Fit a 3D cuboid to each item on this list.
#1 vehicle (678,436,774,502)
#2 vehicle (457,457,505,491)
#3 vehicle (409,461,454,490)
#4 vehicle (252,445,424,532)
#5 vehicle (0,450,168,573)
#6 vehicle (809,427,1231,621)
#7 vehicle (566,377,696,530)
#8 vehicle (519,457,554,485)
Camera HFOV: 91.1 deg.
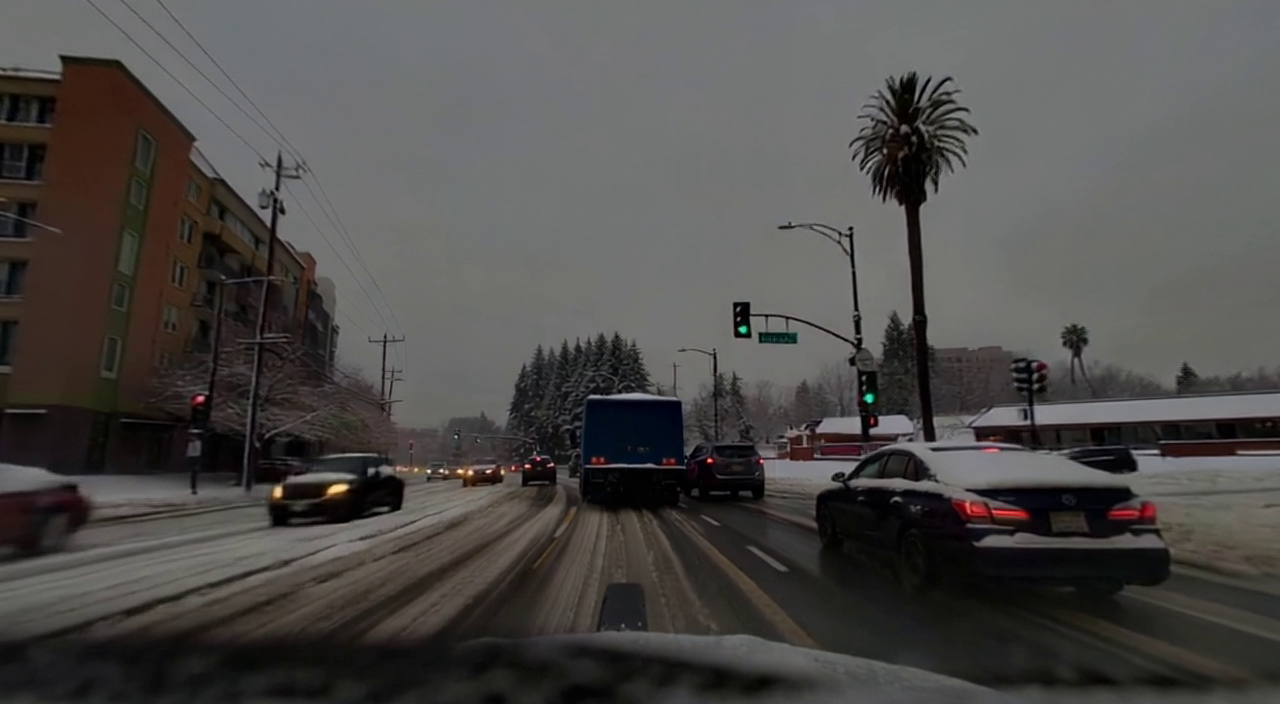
[{"bbox_3d":[2.750,3.924,21.618,2.157,1.944,5.423,0,-9,-4],"label":"vehicle"},{"bbox_3d":[-8.046,6.159,32.040,1.801,1.524,3.974,1,-9,-6],"label":"vehicle"},{"bbox_3d":[-12.618,7.489,38.240,1.873,1.510,4.151,1,-9,-8],"label":"vehicle"},{"bbox_3d":[-6.160,2.770,13.411,1.810,1.546,3.981,0,-9,-2],"label":"vehicle"},{"bbox_3d":[-9.190,2.160,8.775,1.983,1.543,4.188,0,-9,-2],"label":"vehicle"},{"bbox_3d":[3.639,1.711,7.343,1.978,1.507,4.636,0,-8,-1],"label":"vehicle"},{"bbox_3d":[-0.429,2.414,15.307,2.517,2.926,6.177,1,-9,-5],"label":"vehicle"},{"bbox_3d":[-6.501,7.489,39.623,2.033,1.555,4.408,1,-9,-8],"label":"vehicle"}]
